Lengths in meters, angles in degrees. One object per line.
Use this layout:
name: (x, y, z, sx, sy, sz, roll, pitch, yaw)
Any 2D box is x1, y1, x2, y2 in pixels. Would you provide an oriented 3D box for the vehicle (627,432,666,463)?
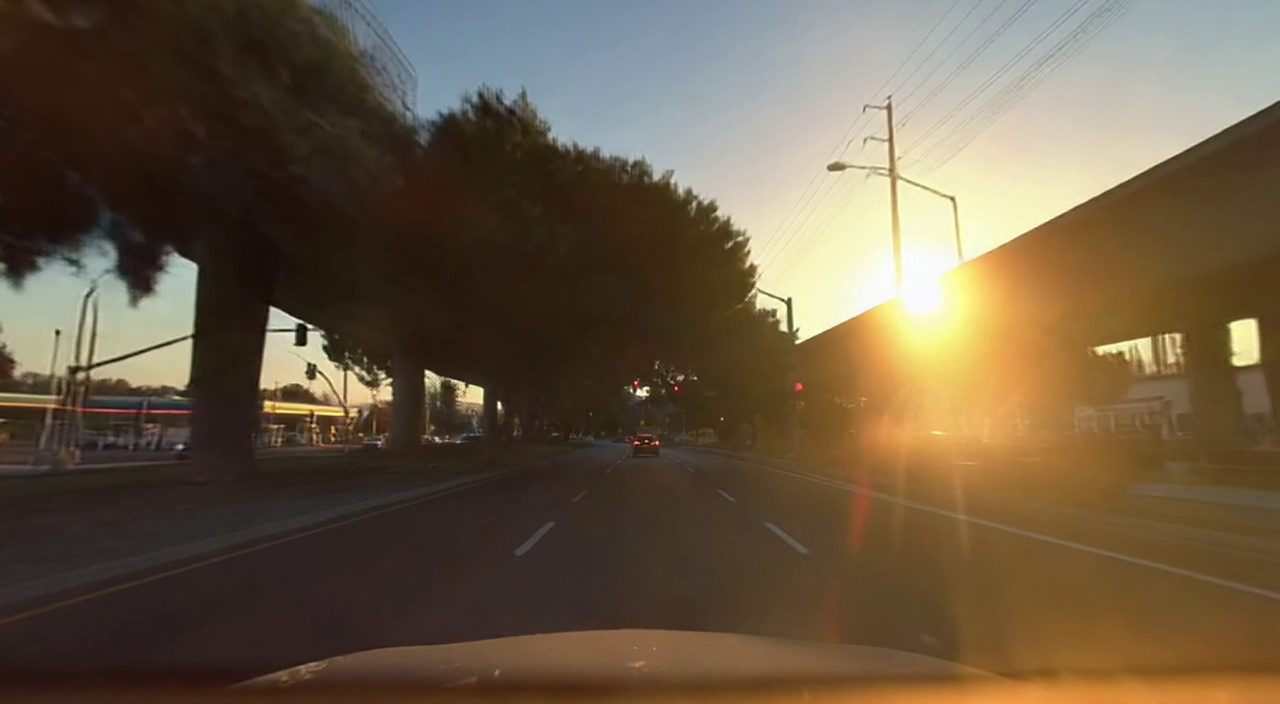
vehicle: (0.337, 5.442, 35.880, 2.074, 1.631, 3.793, 0, -8, 0)

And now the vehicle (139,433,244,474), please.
vehicle: (-23.183, 5.282, 32.741, 2.026, 1.965, 4.674, 0, -8, -1)
